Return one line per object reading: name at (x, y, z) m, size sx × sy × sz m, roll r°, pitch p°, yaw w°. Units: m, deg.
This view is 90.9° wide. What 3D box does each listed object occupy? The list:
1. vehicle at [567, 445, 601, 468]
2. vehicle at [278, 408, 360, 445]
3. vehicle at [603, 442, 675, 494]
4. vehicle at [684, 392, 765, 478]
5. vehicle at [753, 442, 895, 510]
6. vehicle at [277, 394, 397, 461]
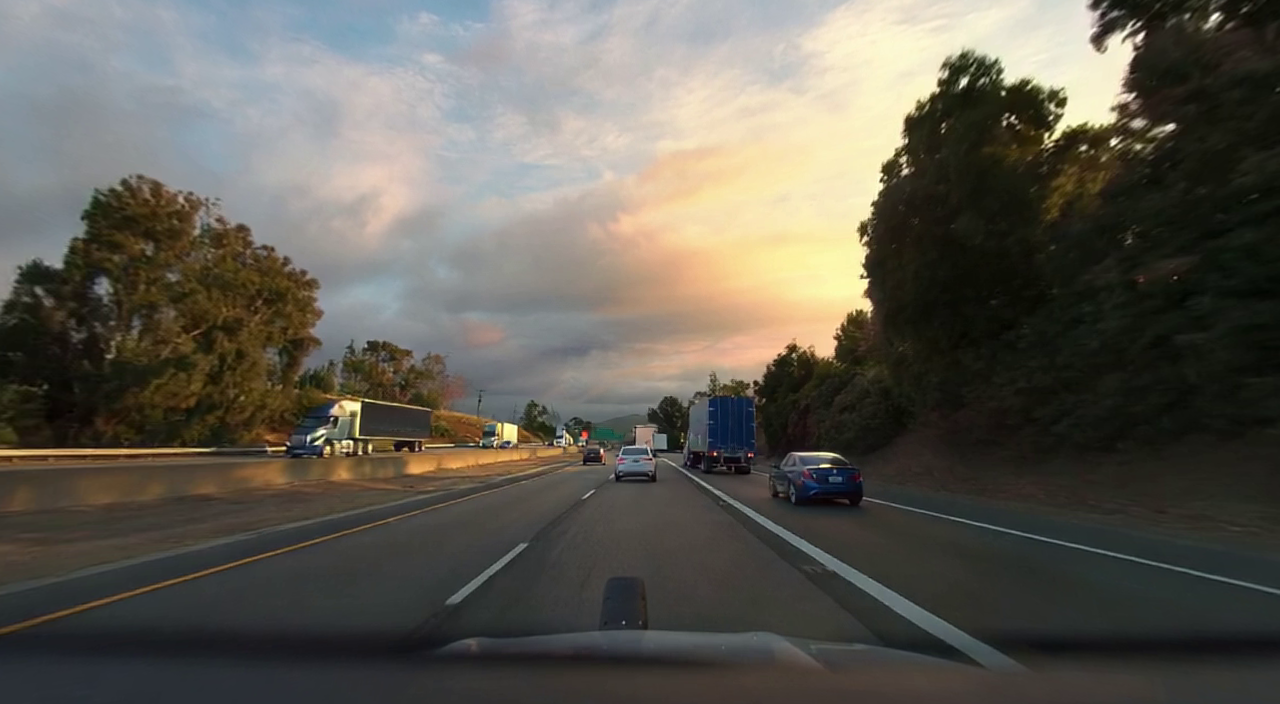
vehicle at (-3.762, 7.150, 43.300) m, size 1.913 × 1.444 × 4.360 m, roll 0°, pitch -9°, yaw 0°
vehicle at (-20.039, 4.743, 39.663) m, size 2.268 × 2.025 × 5.234 m, roll -1°, pitch -10°, yaw 1°
vehicle at (-0.033, 3.718, 20.523) m, size 2.089 × 1.516 × 4.191 m, roll 0°, pitch -9°, yaw 0°
vehicle at (4.495, 5.013, 36.933) m, size 2.877 × 4.035 × 13.897 m, roll 0°, pitch -9°, yaw 0°
vehicle at (4.186, 2.903, 15.191) m, size 2.037 × 1.377 × 4.407 m, roll 0°, pitch -9°, yaw -1°
vehicle at (-19.894, 5.259, 42.398) m, size 2.933 × 3.979 × 10.057 m, roll 0°, pitch -9°, yaw 0°
